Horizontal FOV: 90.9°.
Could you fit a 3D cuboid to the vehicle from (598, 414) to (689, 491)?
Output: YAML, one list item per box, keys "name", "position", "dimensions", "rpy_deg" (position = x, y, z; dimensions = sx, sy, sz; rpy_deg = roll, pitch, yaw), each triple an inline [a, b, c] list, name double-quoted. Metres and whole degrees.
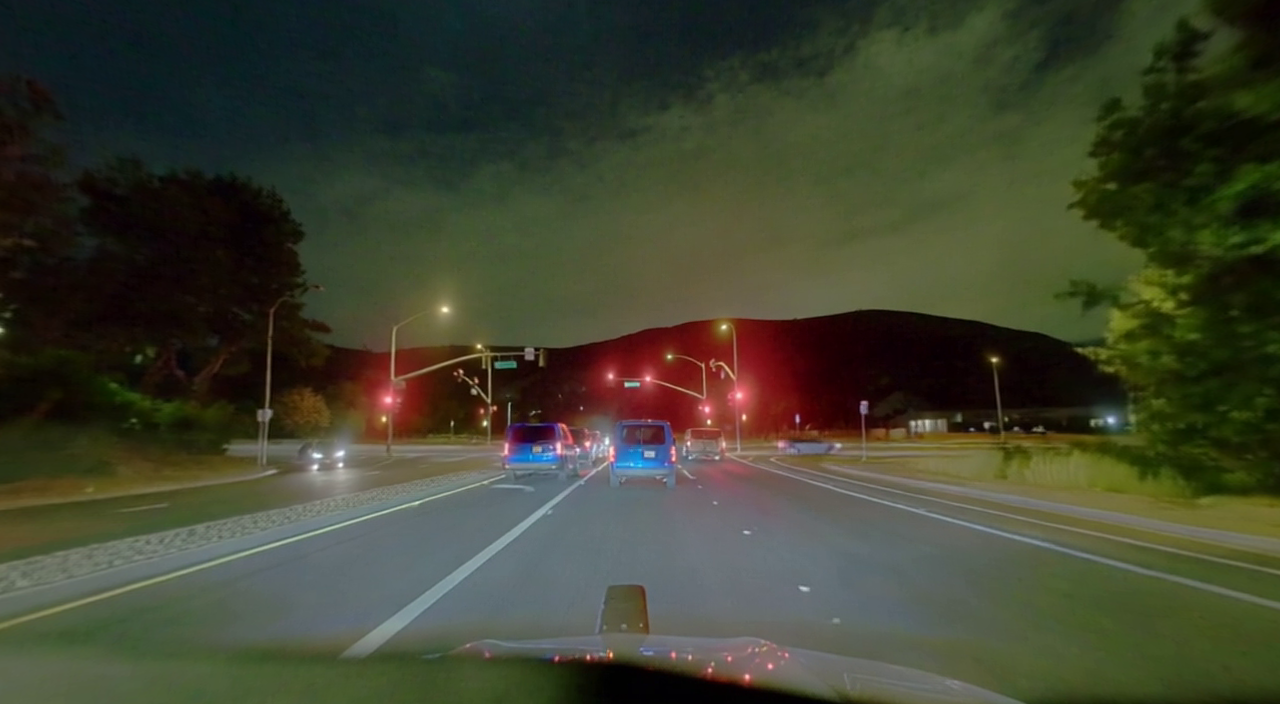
- name: "vehicle"
  position: [0.154, 2.724, 17.336]
  dimensions: [2.185, 1.822, 4.391]
  rpy_deg: [0, -8, 2]

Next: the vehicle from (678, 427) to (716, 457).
- name: "vehicle"
  position: [3.239, 5.231, 36.521]
  dimensions: [1.817, 1.662, 3.843]
  rpy_deg: [0, -8, -1]

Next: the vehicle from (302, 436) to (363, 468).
- name: "vehicle"
  position: [-18.169, 5.886, 37.164]
  dimensions: [2.053, 1.754, 4.717]
  rpy_deg: [7, -11, -39]

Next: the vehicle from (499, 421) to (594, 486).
- name: "vehicle"
  position: [-2.776, 3.153, 19.812]
  dimensions: [2.131, 1.783, 4.540]
  rpy_deg: [-1, -8, 2]
